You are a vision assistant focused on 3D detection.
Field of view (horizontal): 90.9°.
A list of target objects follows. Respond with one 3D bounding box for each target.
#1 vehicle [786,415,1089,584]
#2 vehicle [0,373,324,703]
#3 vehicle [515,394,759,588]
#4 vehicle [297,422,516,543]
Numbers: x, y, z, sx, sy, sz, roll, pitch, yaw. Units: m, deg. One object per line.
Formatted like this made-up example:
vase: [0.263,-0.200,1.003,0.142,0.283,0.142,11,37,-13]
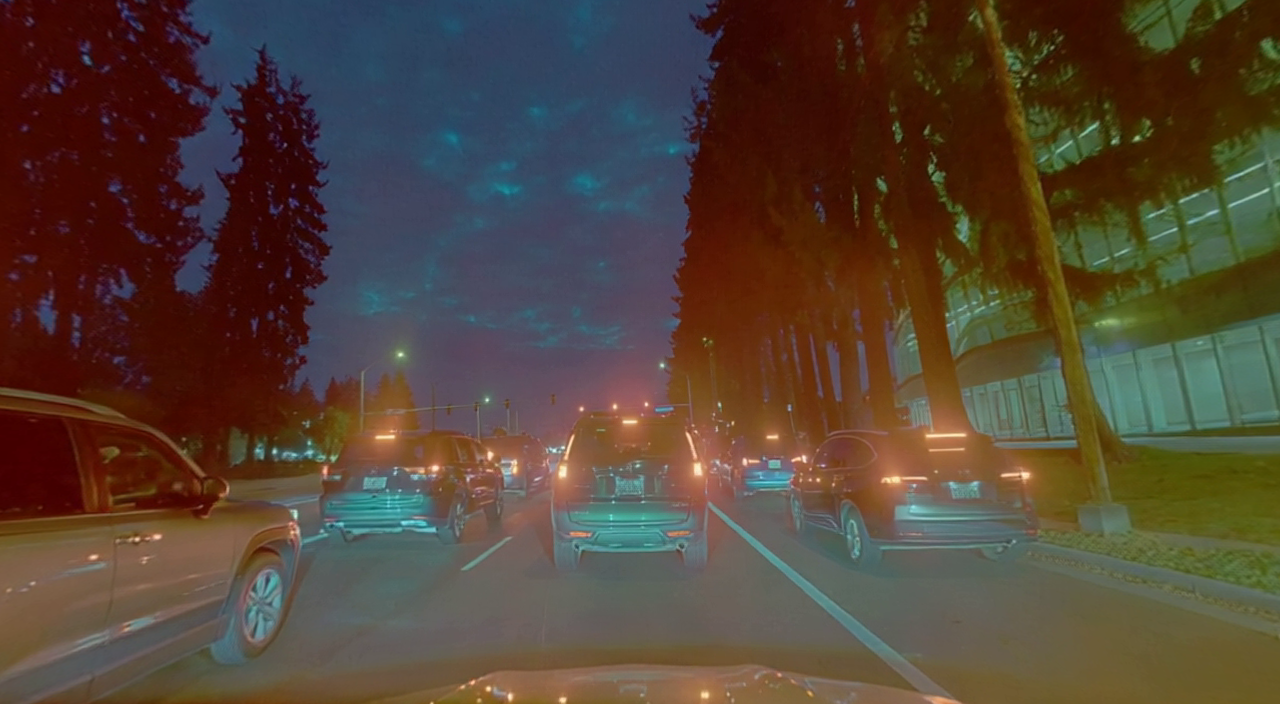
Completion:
vehicle: [3.254,1.671,7.860,1.922,1.579,3.642,0,-8,-1]
vehicle: [-3.779,0.998,3.301,1.929,1.641,4.193,0,-8,2]
vehicle: [-0.011,1.552,7.788,2.193,1.744,4.033,0,-8,1]
vehicle: [-3.659,2.120,10.917,2.042,1.641,4.314,0,-8,1]
